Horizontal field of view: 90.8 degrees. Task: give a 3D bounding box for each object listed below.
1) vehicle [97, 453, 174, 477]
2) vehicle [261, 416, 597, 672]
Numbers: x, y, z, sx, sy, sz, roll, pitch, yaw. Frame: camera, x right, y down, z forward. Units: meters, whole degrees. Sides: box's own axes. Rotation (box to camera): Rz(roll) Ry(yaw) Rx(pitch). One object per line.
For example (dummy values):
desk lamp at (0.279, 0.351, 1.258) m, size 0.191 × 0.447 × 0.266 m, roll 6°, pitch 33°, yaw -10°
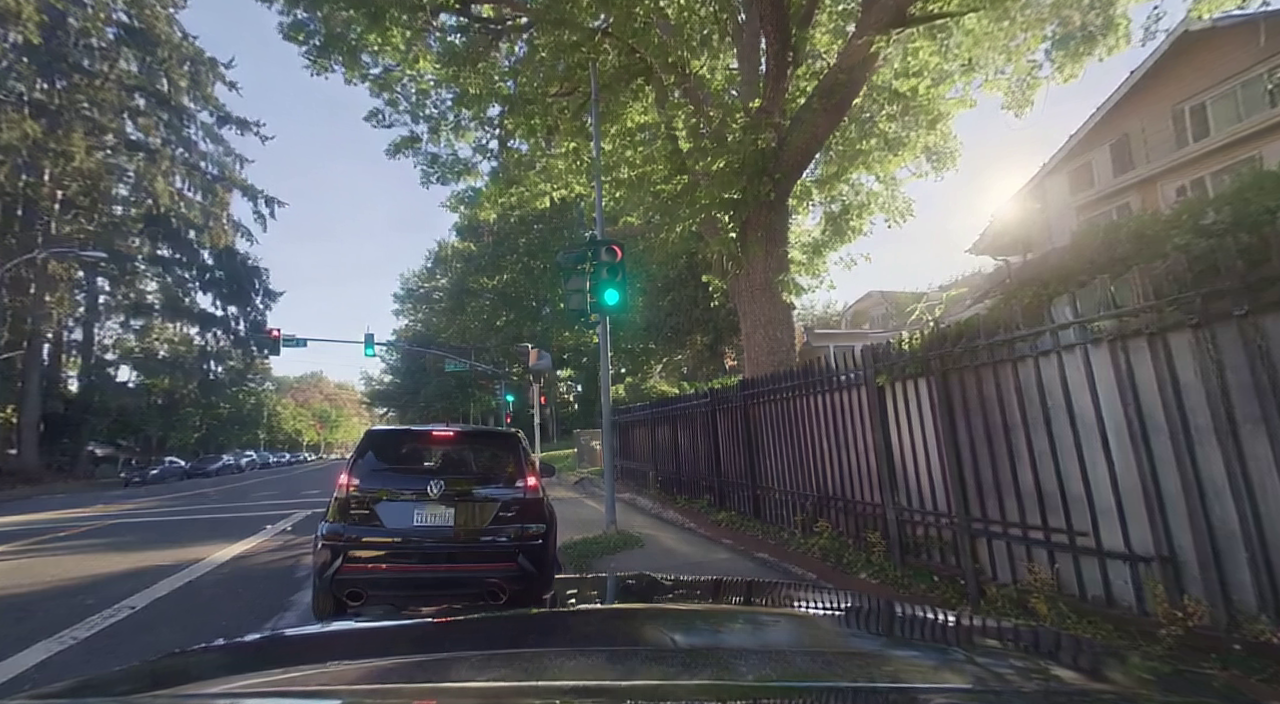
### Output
vehicle at (-37.411, 8.393, 46.946) m, size 3.959 × 1.680 × 1.785 m, roll 2°, pitch -9°, yaw -12°
vehicle at (-1.834, 1.448, 5.881) m, size 2.024 × 1.502 × 3.702 m, roll 3°, pitch -9°, yaw -18°
